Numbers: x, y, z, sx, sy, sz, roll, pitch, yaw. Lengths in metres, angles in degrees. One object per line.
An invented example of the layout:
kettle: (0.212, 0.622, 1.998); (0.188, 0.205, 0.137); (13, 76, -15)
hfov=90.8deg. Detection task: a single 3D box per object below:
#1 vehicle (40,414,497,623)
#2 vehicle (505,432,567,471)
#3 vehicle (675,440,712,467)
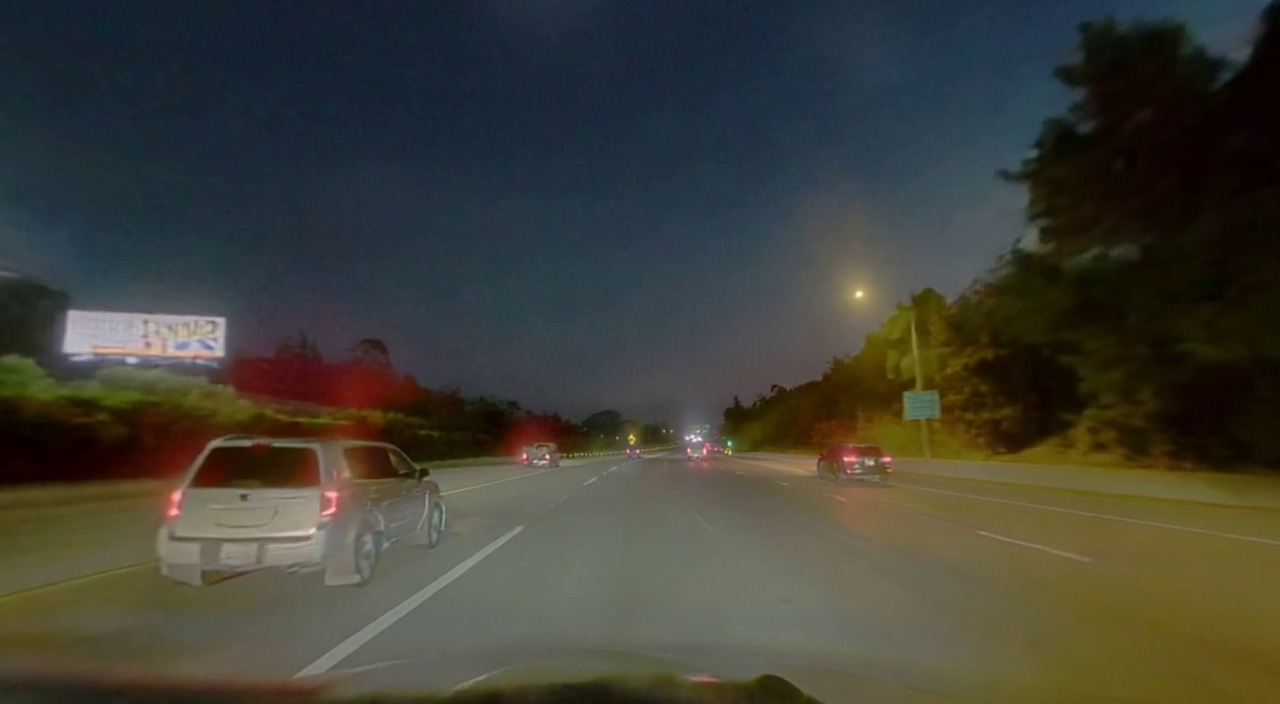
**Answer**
vehicle: (-3.160, 1.527, 6.799); (2.192, 1.482, 4.454); (0, -9, 0)
vehicle: (-5.996, 5.859, 37.287); (2.383, 2.048, 5.875); (0, -9, 3)
vehicle: (3.717, 7.153, 44.570); (2.211, 1.814, 4.404); (0, -9, 0)
